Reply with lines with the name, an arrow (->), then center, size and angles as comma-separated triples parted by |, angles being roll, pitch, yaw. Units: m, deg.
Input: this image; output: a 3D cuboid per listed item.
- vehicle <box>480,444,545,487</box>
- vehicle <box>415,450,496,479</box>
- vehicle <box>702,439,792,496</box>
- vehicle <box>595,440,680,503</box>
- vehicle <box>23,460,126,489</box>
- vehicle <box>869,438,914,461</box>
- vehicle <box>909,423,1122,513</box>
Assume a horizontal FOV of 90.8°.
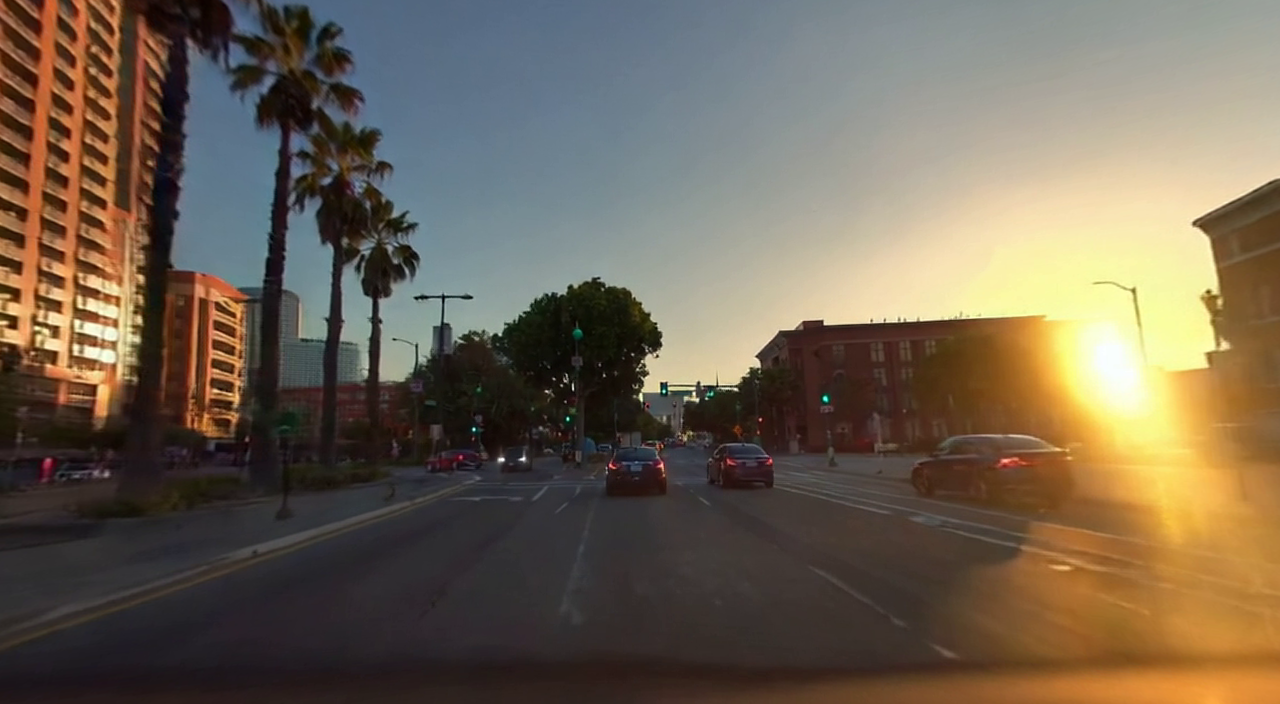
vehicle -> -4.903, 4.420, 24.896 | 1.977, 1.501, 4.435 | 0, -9, -5
vehicle -> -10.218, 6.161, 34.843 | 4.641, 1.502, 1.882 | -7, -11, 38
vehicle -> 3.072, 3.397, 18.830 | 1.909, 1.500, 3.524 | 0, -9, -2
vehicle -> -0.115, 3.201, 17.293 | 2.048, 1.503, 3.681 | 0, -9, -2
vehicle -> -39.831, 8.567, 44.539 | 5.791, 1.900, 2.283 | -2, -9, 12
vehicle -> 19.695, 7.680, 49.654 | 1.959, 1.674, 4.706 | -1, -9, 5
vehicle -> 8.124, 2.560, 14.327 | 2.000, 1.685, 4.487 | 0, -9, -1
